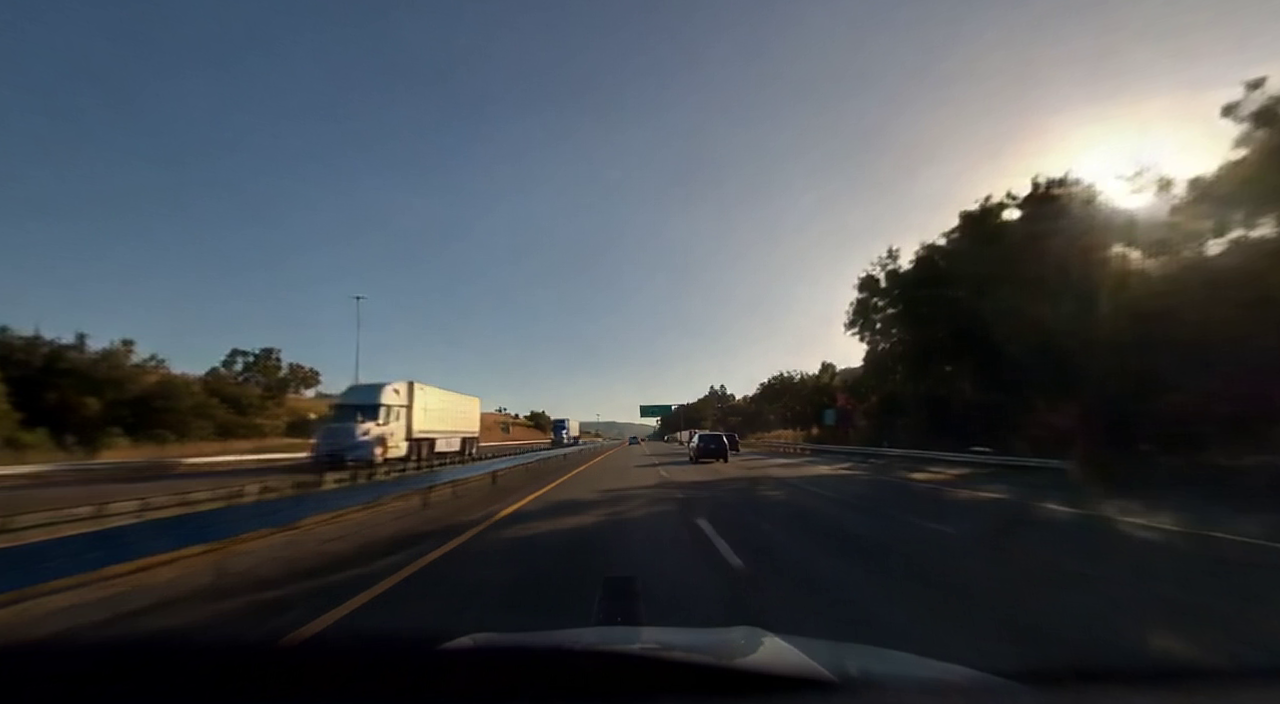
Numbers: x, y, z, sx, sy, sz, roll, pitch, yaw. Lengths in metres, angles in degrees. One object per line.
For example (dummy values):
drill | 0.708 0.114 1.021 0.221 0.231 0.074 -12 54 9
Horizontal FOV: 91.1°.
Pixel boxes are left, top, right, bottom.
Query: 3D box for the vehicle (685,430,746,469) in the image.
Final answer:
vehicle | 3.192 4.245 27.607 2.084 1.583 4.420 0 -8 -1

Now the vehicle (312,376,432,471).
vehicle | -12.652 3.511 30.429 3.009 4.091 6.327 0 -8 -1
